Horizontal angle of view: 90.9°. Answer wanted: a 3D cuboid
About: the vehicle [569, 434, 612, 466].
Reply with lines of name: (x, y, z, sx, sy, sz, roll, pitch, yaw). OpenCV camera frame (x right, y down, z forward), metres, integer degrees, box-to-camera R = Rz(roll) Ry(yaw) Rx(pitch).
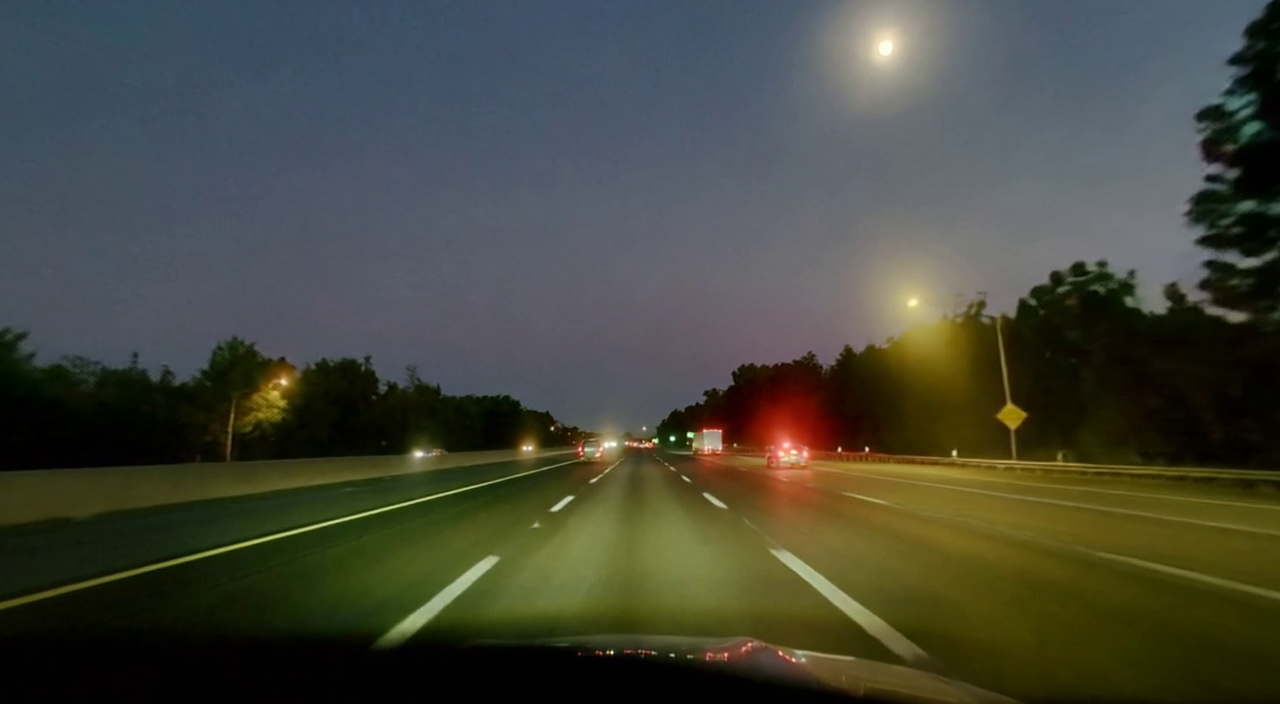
vehicle: (-3.266, 6.589, 42.540, 2.453, 1.952, 5.320, 0, -8, 0)

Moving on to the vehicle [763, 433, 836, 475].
vehicle: (7.026, 4.539, 28.264, 2.063, 1.706, 4.259, 0, -8, -1)
